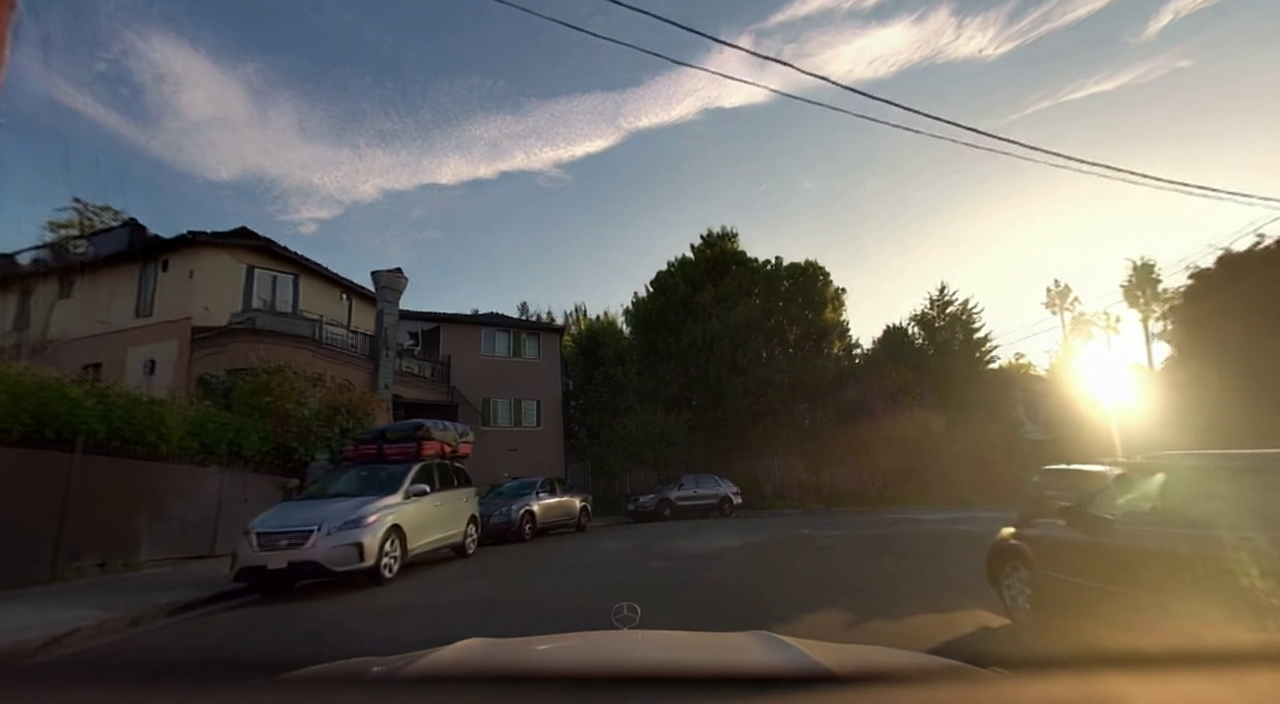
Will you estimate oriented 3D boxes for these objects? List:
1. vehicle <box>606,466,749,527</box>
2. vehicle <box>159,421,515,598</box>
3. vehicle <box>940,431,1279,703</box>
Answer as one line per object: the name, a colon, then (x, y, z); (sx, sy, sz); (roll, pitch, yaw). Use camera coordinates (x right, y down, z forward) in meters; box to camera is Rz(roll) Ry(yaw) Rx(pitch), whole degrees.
vehicle: (1.235, 4.493, 20.084); (4.217, 1.547, 2.082); (6, -11, -38)
vehicle: (-3.651, 2.183, 9.079); (2.247, 1.702, 5.043); (-4, -13, 5)
vehicle: (3.767, 1.194, 3.464); (1.910, 1.477, 4.569); (0, -8, -1)
